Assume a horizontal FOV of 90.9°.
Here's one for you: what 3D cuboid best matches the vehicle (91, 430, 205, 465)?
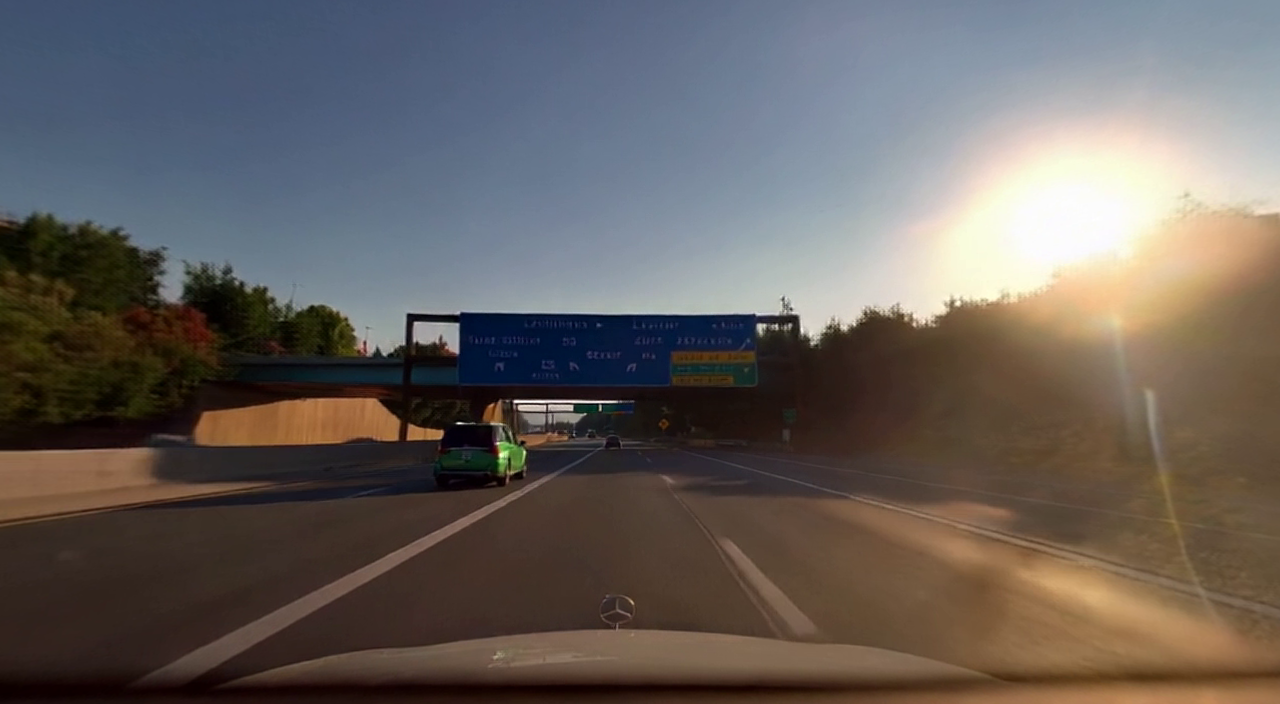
[{"bbox_3d":[-23.132,4.493,29.856,1.981,1.540,4.231,0,-8,-1],"label":"vehicle"}]

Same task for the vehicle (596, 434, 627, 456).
[{"bbox_3d":[-1.972,6.478,44.081,2.000,1.491,3.913,0,-8,-2],"label":"vehicle"}]
